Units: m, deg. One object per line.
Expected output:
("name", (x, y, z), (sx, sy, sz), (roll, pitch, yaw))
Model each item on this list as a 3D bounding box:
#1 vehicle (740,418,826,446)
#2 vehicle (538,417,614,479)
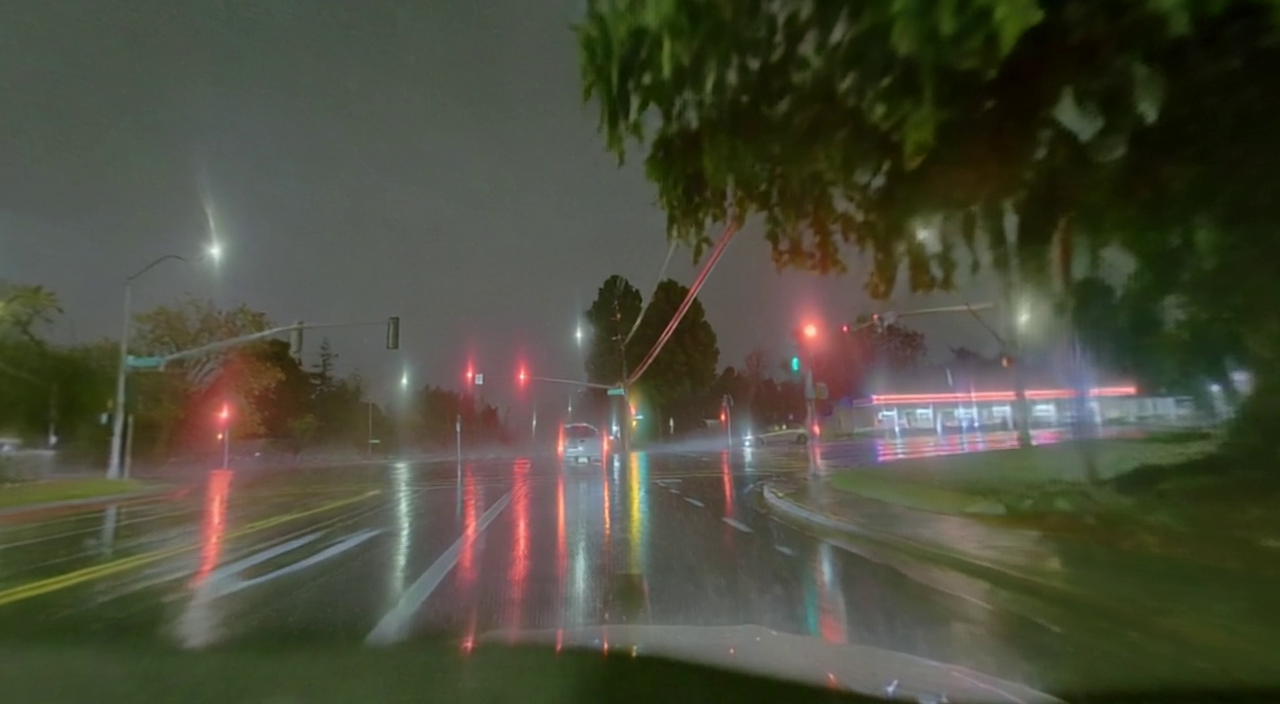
("vehicle", (9.385, 5.268, 41.474), (5.149, 1.725, 1.964), (0, -8, -5))
("vehicle", (-2.151, 3.246, 21.405), (2.300, 1.868, 4.690), (1, -8, -5))
